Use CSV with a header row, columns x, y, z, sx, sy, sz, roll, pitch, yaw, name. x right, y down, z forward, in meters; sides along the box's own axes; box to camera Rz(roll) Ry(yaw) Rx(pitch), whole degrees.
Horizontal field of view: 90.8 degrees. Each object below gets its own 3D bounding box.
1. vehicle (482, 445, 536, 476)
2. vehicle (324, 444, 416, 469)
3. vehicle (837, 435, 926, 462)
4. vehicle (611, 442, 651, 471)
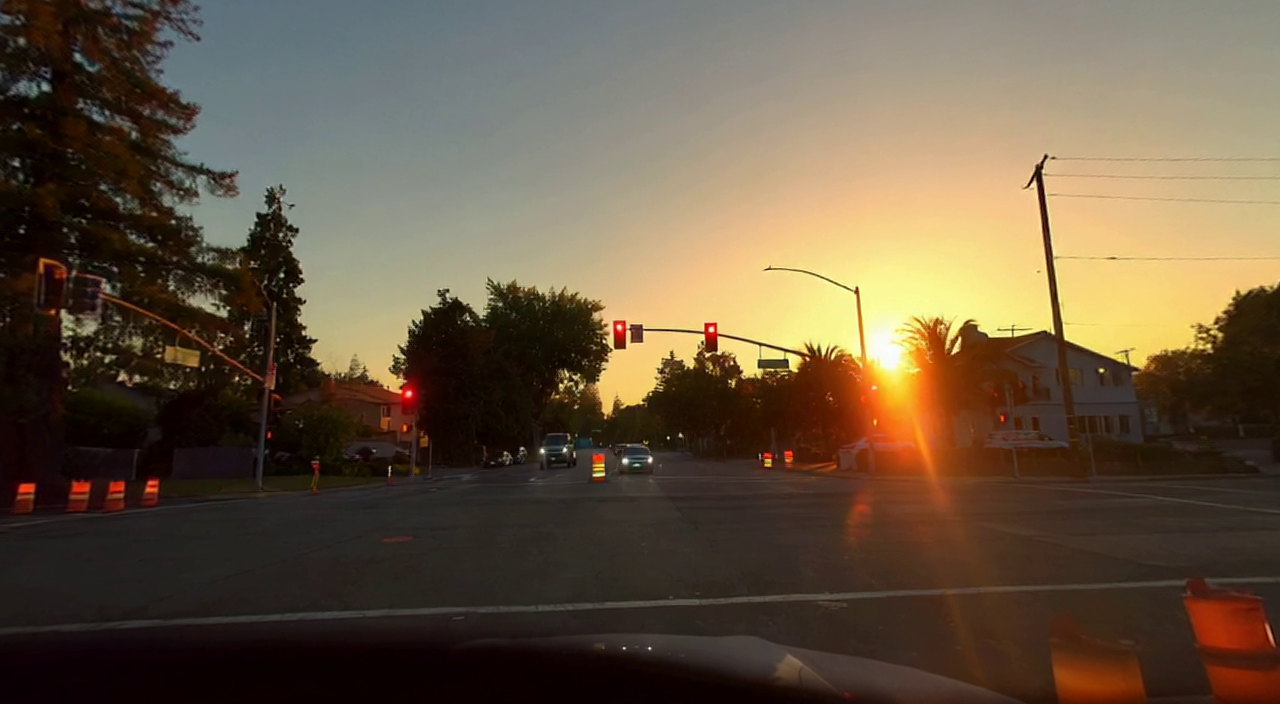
x,y,z,sx,sy,sz,roll,pitch,yaw,name
-6.621,5.522,32.402,1.881,1.452,4.121,0,-8,0,vehicle
-16.405,6.368,38.597,4.713,1.409,1.918,0,-8,-2,vehicle
15.371,6.176,40.324,4.892,1.656,1.856,0,-8,0,vehicle
-0.479,5.833,35.491,2.105,1.457,4.173,0,-8,-1,vehicle
